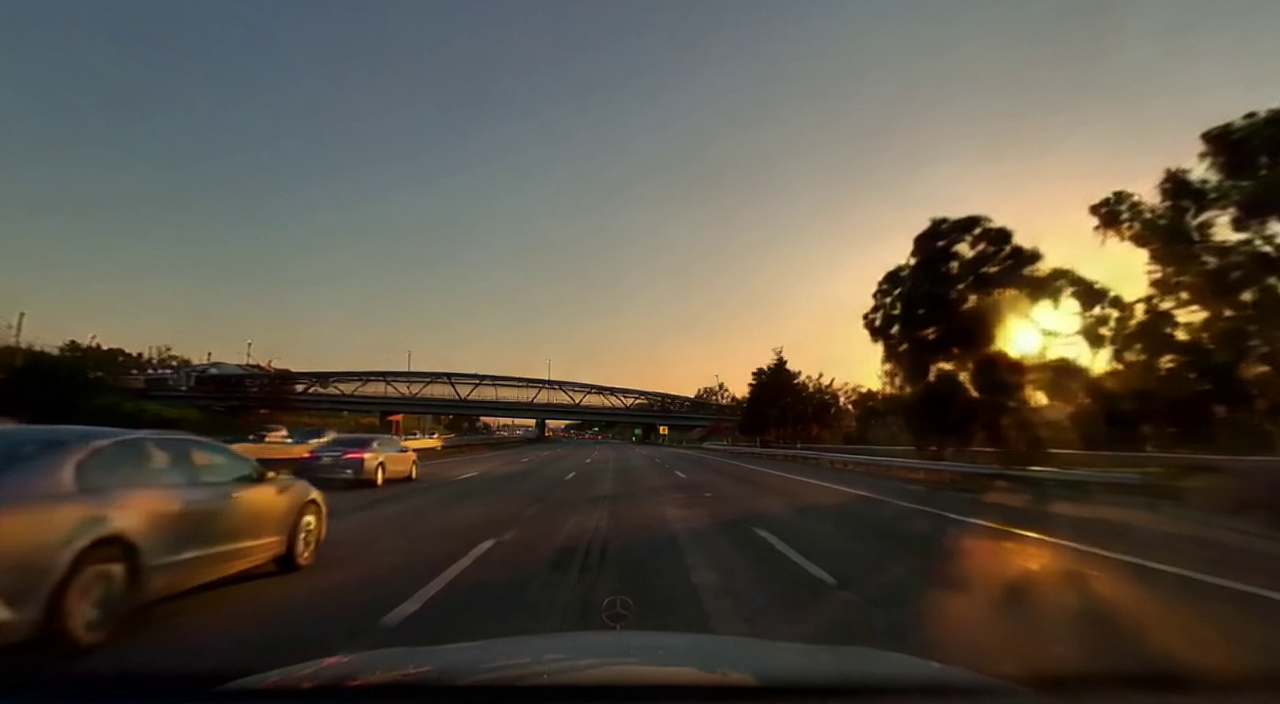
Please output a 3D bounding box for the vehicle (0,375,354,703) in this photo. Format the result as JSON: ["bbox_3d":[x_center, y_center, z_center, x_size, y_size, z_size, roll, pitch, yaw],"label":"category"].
[{"bbox_3d":[-3.977,1.062,3.940,2.123,1.601,4.887,0,-8,-1],"label":"vehicle"}]
